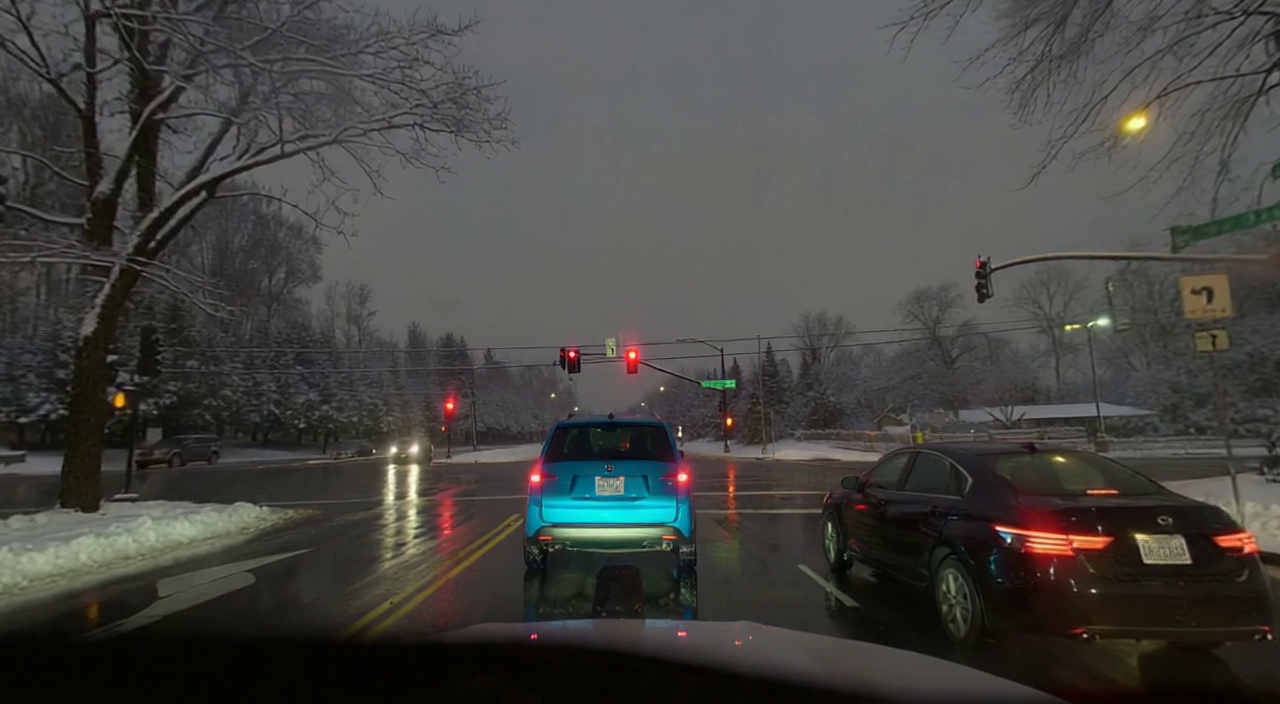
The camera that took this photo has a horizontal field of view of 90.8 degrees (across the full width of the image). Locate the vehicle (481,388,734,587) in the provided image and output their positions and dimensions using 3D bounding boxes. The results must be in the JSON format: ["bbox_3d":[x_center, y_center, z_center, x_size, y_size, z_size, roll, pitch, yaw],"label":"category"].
[{"bbox_3d":[-0.347,1.526,7.825,2.247,1.760,4.231,0,-9,-2],"label":"vehicle"}]

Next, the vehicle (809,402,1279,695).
[{"bbox_3d":[3.170,1.400,5.776,1.932,1.562,4.629,0,-9,-1],"label":"vehicle"}]
